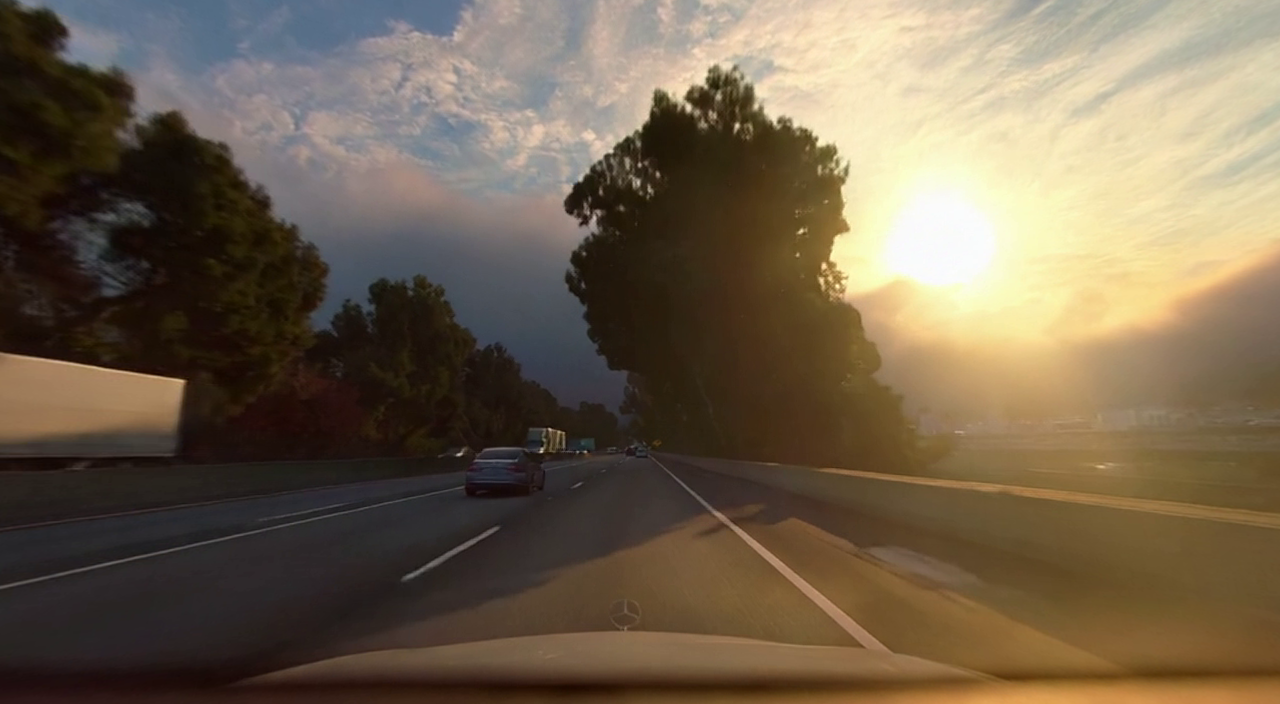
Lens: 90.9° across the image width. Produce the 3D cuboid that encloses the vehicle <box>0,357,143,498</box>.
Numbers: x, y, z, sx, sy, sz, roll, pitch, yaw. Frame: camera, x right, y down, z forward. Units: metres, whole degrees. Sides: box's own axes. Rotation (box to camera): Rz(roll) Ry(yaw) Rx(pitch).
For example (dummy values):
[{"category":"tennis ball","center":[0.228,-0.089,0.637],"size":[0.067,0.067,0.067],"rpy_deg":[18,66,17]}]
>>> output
[{"category":"vehicle","center":[-17.083,1.723,14.640],"size":[2.902,3.412,9.823],"rpy_deg":[0,-9,1]}]

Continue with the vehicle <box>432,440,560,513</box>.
[{"category":"vehicle","center":[-3.306,2.962,15.500],"size":[1.969,1.505,4.636],"rpy_deg":[0,-9,1]}]
